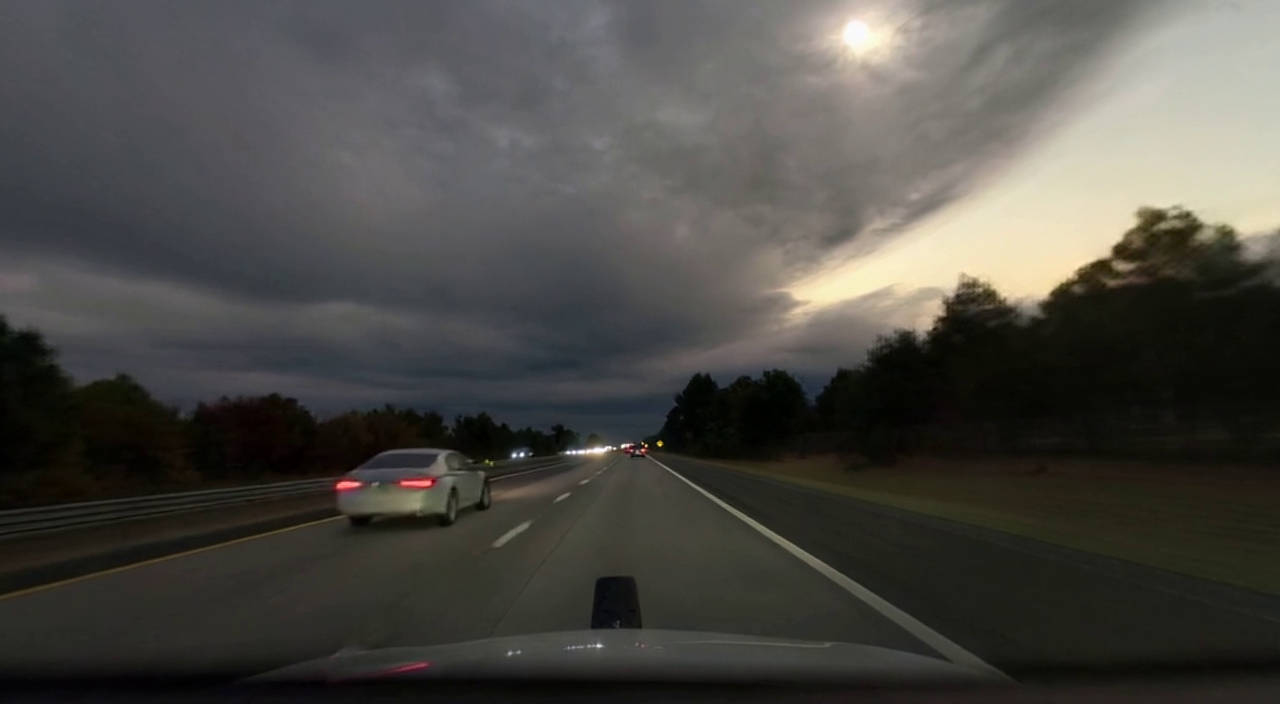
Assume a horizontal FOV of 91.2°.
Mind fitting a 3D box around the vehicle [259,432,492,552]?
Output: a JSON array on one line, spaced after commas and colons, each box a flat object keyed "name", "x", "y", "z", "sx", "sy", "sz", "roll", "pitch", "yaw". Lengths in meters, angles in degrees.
[{"name": "vehicle", "x": -4.135, "y": 2.258, "z": 10.897, "sx": 1.958, "sy": 1.587, "sz": 4.801, "roll": 0, "pitch": -9, "yaw": 0}]
